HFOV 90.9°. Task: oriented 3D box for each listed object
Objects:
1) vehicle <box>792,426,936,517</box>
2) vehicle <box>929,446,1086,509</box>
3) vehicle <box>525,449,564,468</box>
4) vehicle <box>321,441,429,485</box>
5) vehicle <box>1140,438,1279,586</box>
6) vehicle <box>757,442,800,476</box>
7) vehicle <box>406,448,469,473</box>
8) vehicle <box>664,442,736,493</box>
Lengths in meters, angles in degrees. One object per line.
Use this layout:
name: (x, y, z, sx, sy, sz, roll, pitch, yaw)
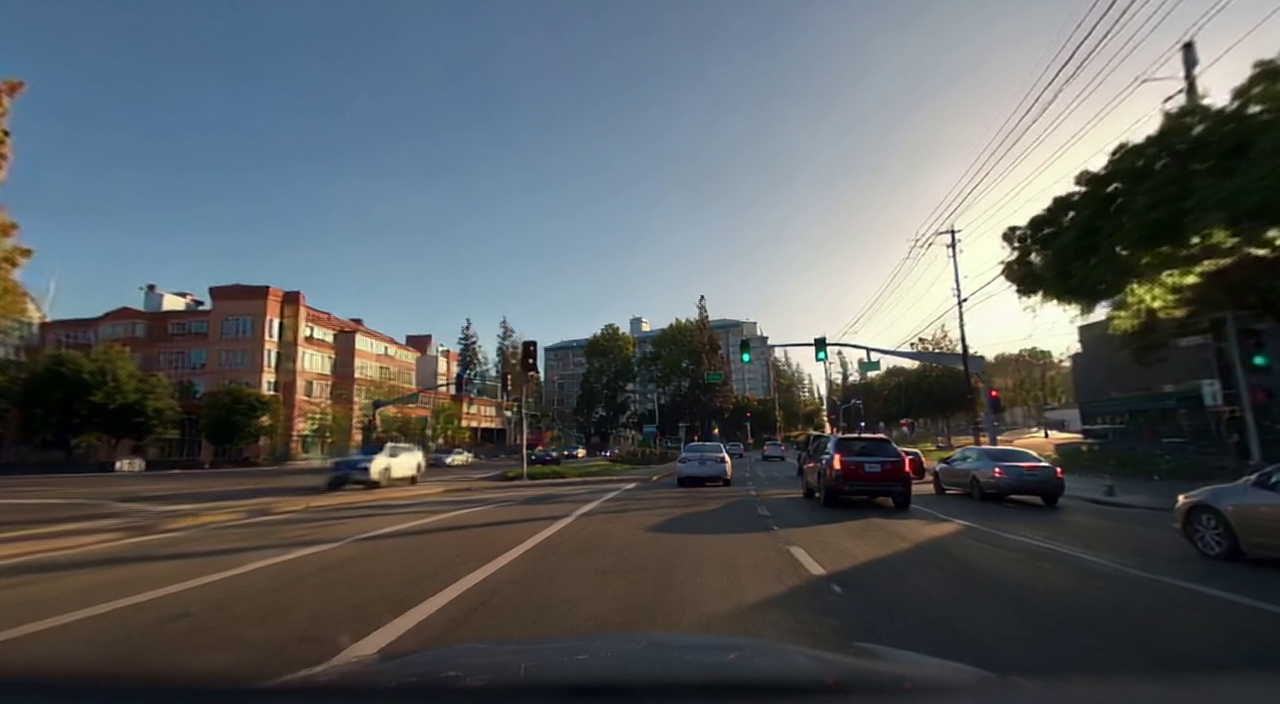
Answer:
vehicle: (5.158, 2.804, 15.354, 2.119, 1.810, 4.848, -1, -9, 5)
vehicle: (9.786, 3.315, 17.282, 1.882, 1.463, 4.543, -1, -9, 5)
vehicle: (-7.371, 8.305, 49.277, 1.779, 1.388, 4.210, -1, -9, 9)
vehicle: (-11.181, 4.710, 27.074, 2.057, 1.705, 4.754, -1, -9, 8)
vehicle: (7.346, 1.527, 5.822, 1.866, 1.471, 4.478, 0, -9, 2)
vehicle: (7.138, 5.515, 32.804, 1.896, 1.612, 4.203, -1, -9, 9)
vehicle: (-12.922, 6.931, 40.622, 1.905, 1.469, 4.825, -1, -9, 8)
vehicle: (2.111, 3.827, 21.292, 2.168, 1.527, 4.174, -1, -9, 8)
